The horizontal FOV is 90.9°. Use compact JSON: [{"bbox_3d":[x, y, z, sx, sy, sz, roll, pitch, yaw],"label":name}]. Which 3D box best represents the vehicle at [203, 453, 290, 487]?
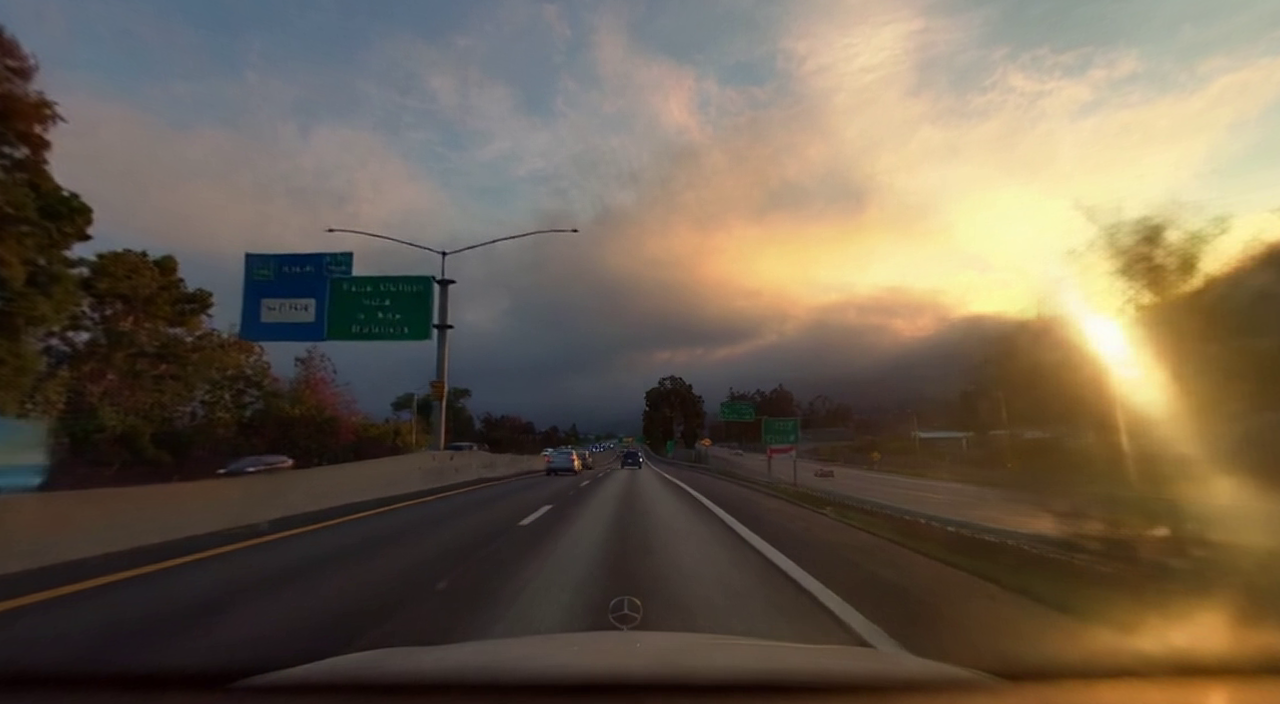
[{"bbox_3d":[-17.459,5.207,28.154,1.592,1.387,3.448,0,-9,0],"label":"vehicle"}]

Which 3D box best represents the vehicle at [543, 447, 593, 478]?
[{"bbox_3d":[-3.712,5.777,33.334,2.067,1.509,4.551,-1,-8,1],"label":"vehicle"}]

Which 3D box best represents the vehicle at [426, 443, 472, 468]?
[{"bbox_3d":[-14.172,7.668,47.012,1.813,1.728,5.143,-1,-8,0],"label":"vehicle"}]

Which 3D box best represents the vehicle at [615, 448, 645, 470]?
[{"bbox_3d":[-0.716,7.695,45.600,2.100,1.471,3.956,0,-8,-1],"label":"vehicle"}]
